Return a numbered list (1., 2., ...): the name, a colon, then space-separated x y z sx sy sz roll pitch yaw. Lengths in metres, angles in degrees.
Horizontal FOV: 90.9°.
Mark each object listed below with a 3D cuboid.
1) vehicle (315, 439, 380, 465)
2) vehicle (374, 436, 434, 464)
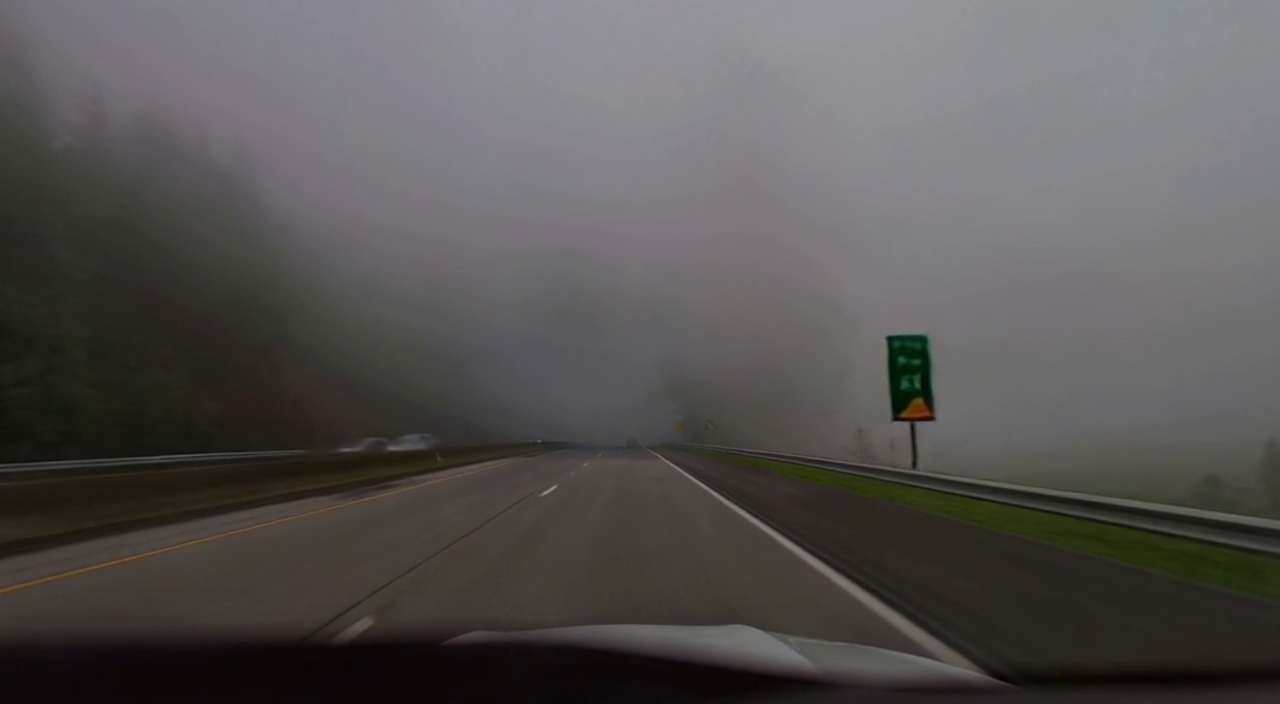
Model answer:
1. vehicle: -17.706 6.044 38.379 1.915 1.474 4.442 0 -8 -1
2. vehicle: -13.227 5.499 35.504 1.880 1.455 3.792 0 -8 0
